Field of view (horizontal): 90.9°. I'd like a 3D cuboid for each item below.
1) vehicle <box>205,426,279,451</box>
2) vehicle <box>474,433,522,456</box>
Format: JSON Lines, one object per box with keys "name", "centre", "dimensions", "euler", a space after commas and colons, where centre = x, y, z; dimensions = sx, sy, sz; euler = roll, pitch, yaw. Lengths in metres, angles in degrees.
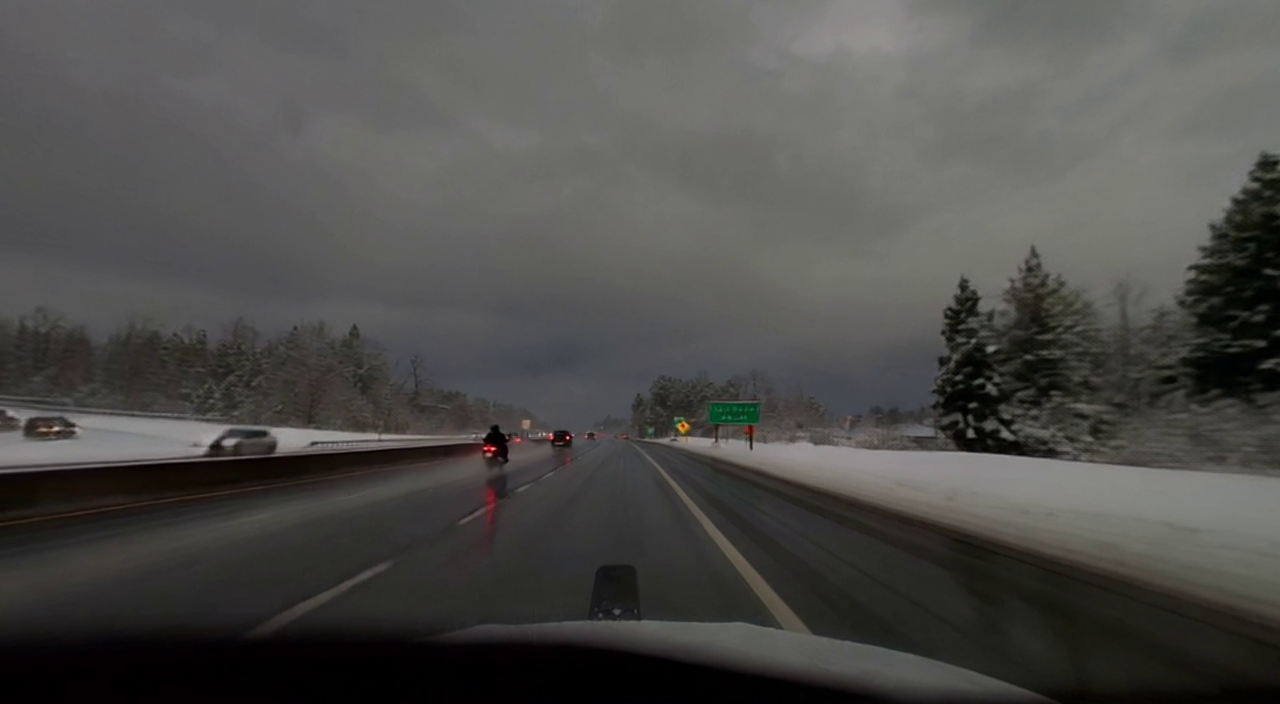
{"name": "vehicle", "centre": [-24.602, 5.368, 39.145], "dimensions": [1.849, 1.465, 4.363], "euler": [0, -7, -2]}
{"name": "vehicle", "centre": [-9.152, 5.998, 41.010], "dimensions": [2.053, 1.409, 4.704], "euler": [0, -7, 0]}
